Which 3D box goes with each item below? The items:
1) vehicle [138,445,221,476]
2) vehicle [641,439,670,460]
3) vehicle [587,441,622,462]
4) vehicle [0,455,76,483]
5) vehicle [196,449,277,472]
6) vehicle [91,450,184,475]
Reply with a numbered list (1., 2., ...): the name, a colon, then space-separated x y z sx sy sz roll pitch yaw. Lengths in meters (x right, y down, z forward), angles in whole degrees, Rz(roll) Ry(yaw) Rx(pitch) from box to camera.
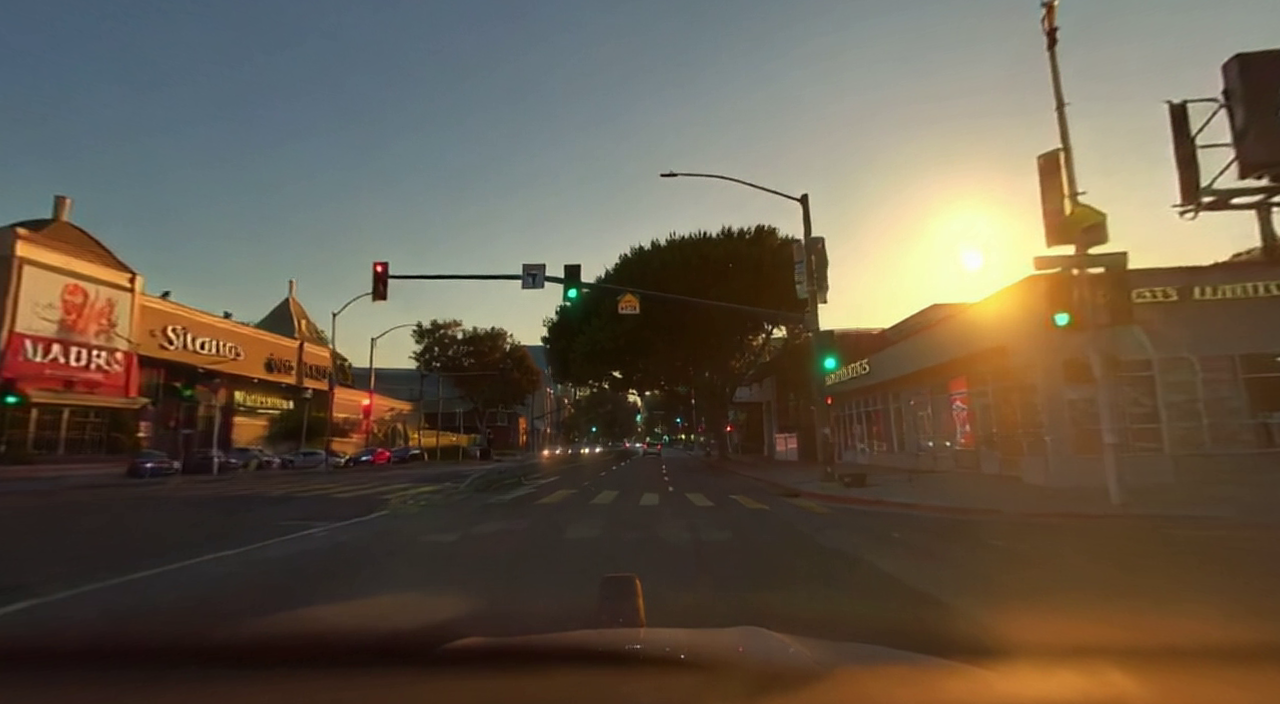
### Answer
1. vehicle: -28.252 6.632 38.870 1.643 1.755 3.666 -5 -10 34
2. vehicle: 1.171 7.462 48.306 2.168 1.545 4.047 0 -9 1
3. vehicle: -2.489 7.130 45.335 1.962 1.420 4.021 -1 -9 4
4. vehicle: -34.495 6.468 34.888 1.826 1.432 4.530 -5 -10 29
5. vehicle: -28.525 7.662 44.829 1.755 1.445 4.485 -6 -10 30
6. vehicle: -33.785 7.412 42.611 1.802 1.549 4.439 -5 -10 27
